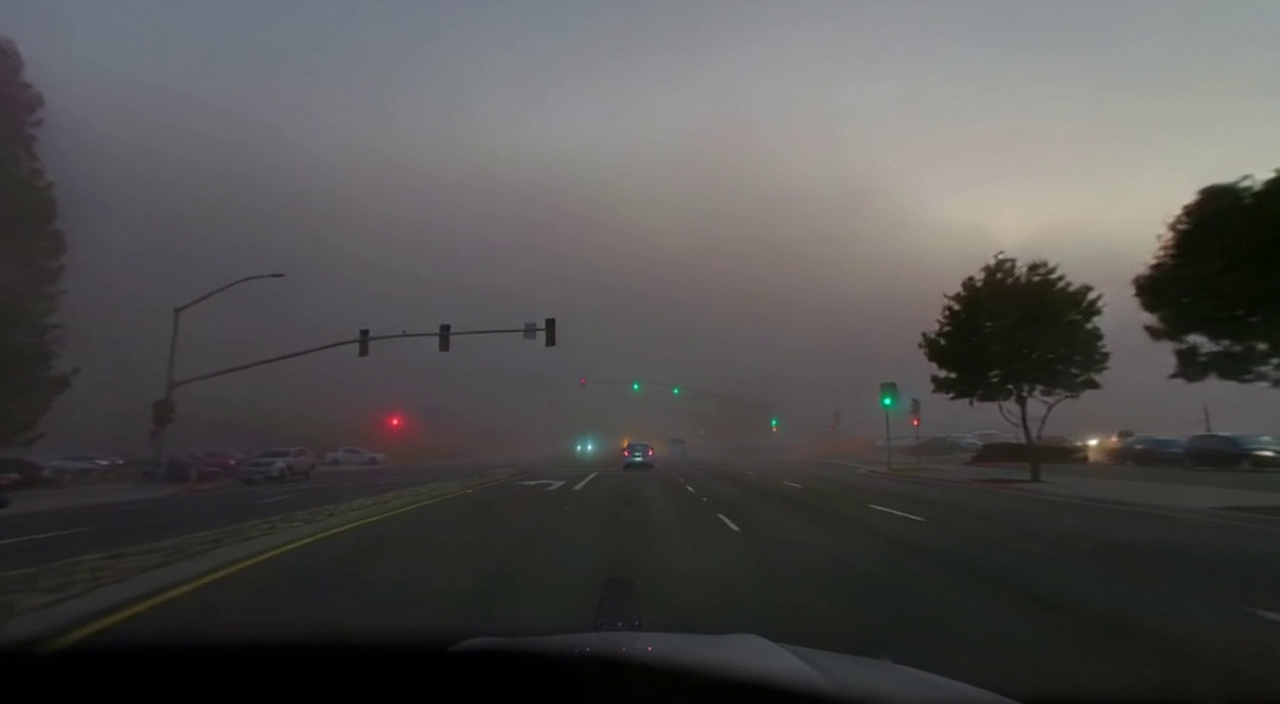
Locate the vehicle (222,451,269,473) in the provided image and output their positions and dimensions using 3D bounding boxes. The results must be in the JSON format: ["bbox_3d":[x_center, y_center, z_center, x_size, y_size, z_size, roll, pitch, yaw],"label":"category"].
[{"bbox_3d":[-28.474,7.894,45.344,2.022,1.455,4.478,7,-11,-41],"label":"vehicle"}]

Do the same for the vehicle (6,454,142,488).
[{"bbox_3d":[-27.925,5.833,31.232,1.938,1.462,4.510,-4,-9,28],"label":"vehicle"}]

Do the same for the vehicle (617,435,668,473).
[{"bbox_3d":[0.101,4.562,28.464,2.145,1.572,4.021,0,-8,0],"label":"vehicle"}]

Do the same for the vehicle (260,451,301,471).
[{"bbox_3d":[-28.200,8.494,49.285,1.953,1.415,4.553,7,-10,-39],"label":"vehicle"}]

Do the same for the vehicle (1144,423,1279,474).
[{"bbox_3d":[20.458,3.332,22.006,1.950,1.519,4.860,-4,-9,5],"label":"vehicle"}]

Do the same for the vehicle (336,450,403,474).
[{"bbox_3d":[-18.898,7.672,44.279,2.311,1.485,5.817,0,-8,-2],"label":"vehicle"}]

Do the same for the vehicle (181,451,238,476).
[{"bbox_3d":[-28.694,7.384,41.902,4.436,1.464,1.999,-7,-11,41],"label":"vehicle"}]

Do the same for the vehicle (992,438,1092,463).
[{"bbox_3d":[24.821,6.080,39.006,4.788,1.481,1.959,0,-8,2],"label":"vehicle"}]
